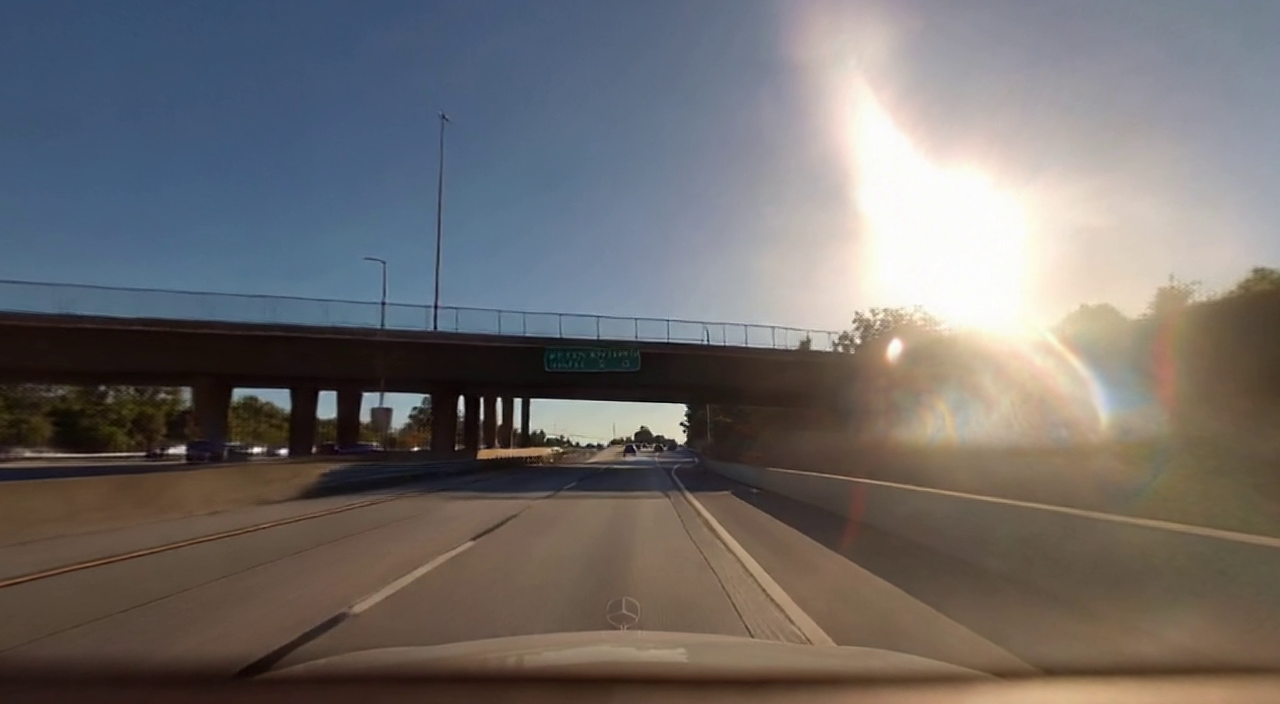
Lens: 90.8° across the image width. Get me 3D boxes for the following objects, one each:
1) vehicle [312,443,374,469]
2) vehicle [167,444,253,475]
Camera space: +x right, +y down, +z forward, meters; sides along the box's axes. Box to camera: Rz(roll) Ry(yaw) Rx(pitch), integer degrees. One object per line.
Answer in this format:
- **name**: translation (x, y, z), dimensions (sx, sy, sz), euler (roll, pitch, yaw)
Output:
- **vehicle**: translation (-18.753, 6.594, 40.126), dimensions (2.271, 1.537, 4.029), euler (1, -9, -6)
- **vehicle**: translation (-22.971, 5.714, 33.964), dimensions (1.829, 1.520, 4.505), euler (1, -9, -6)
